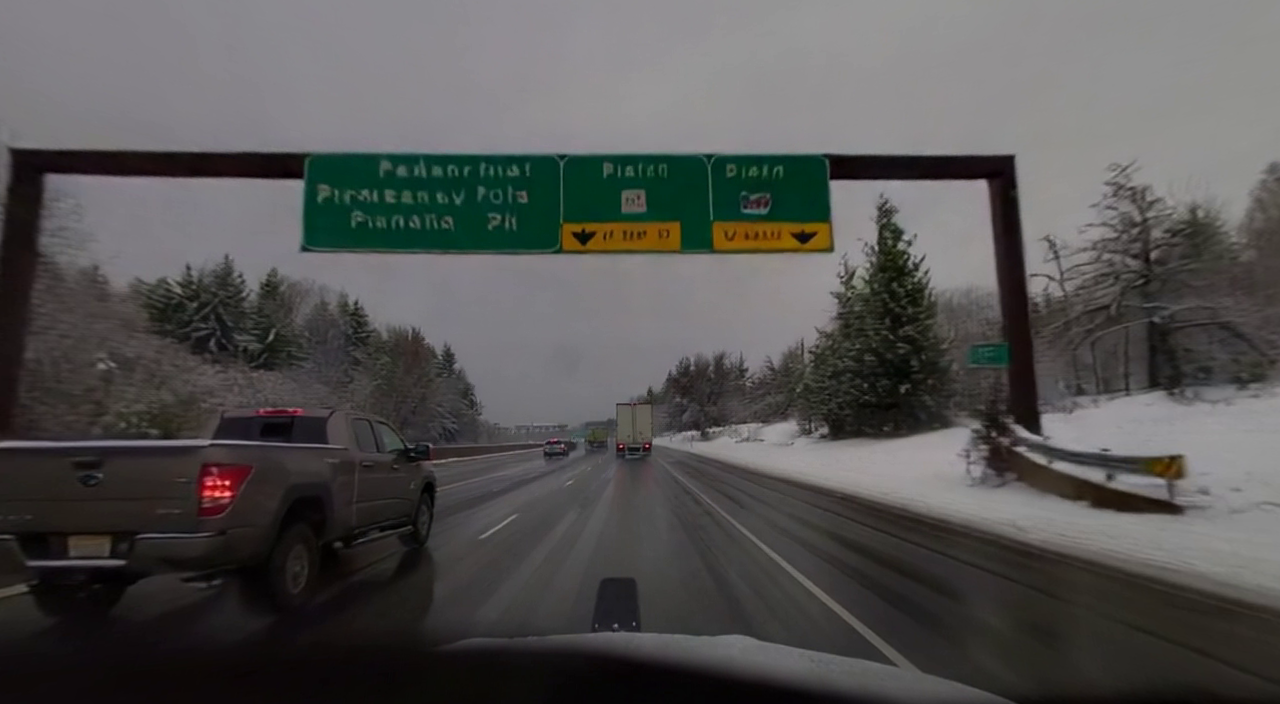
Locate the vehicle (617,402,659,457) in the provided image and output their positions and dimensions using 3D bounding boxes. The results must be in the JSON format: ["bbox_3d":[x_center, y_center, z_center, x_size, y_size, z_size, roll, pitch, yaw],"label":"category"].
[{"bbox_3d":[-0.290,6.210,49.922,2.939,3.886,10.374,0,-8,-2],"label":"vehicle"}]

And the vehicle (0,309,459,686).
[{"bbox_3d":[-3.507,1.098,5.864,2.223,2.045,4.798,0,-8,-1],"label":"vehicle"}]
